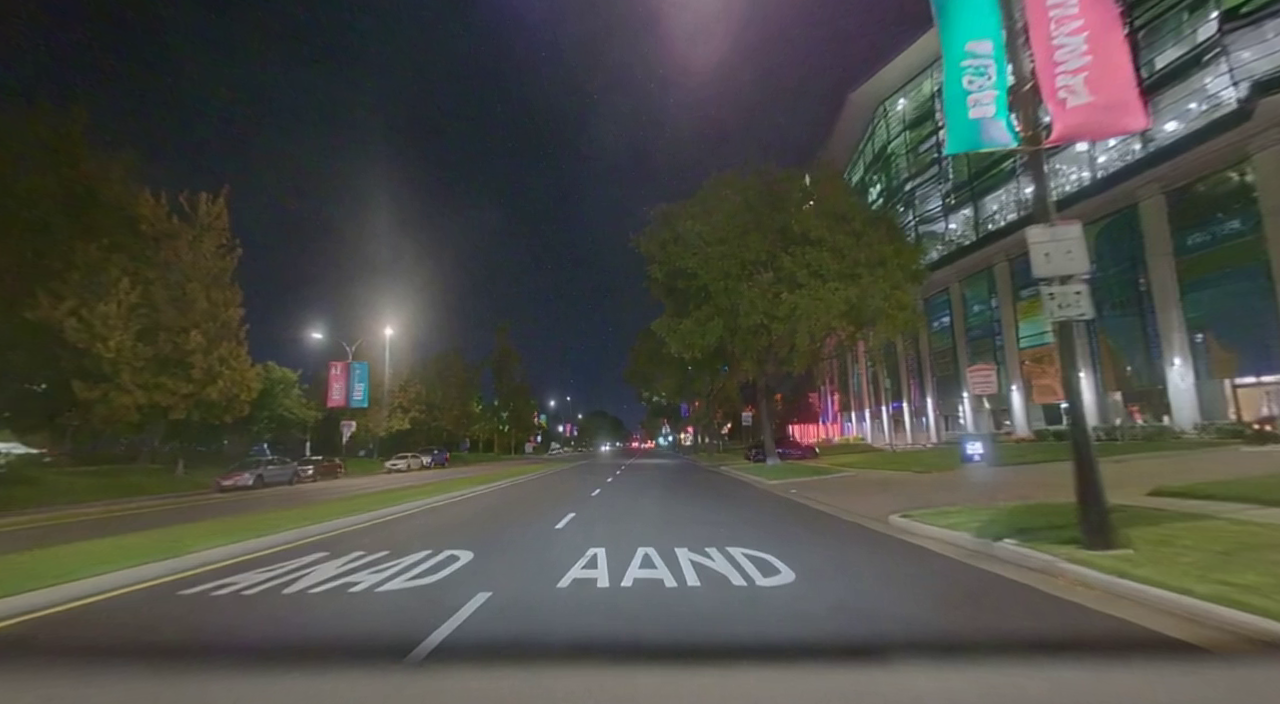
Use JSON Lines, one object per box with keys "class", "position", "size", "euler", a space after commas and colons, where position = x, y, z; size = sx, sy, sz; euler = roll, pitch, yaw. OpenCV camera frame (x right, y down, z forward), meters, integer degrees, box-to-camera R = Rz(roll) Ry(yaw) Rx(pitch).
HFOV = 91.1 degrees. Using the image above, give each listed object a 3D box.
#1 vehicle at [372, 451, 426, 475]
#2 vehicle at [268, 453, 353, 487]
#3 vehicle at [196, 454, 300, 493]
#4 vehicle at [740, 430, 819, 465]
{"class": "vehicle", "position": [-16.989, 7.807, 44.515], "size": [1.873, 1.544, 4.794], "euler": [0, -9, 2]}
{"class": "vehicle", "position": [-17.139, 6.129, 32.945], "size": [2.020, 1.471, 4.419], "euler": [-3, -9, 1]}
{"class": "vehicle", "position": [-17.187, 5.308, 27.816], "size": [1.829, 1.508, 4.377], "euler": [0, -9, 0]}
{"class": "vehicle", "position": [9.541, 6.578, 43.143], "size": [4.716, 1.672, 2.330], "euler": [-8, -8, -1]}
